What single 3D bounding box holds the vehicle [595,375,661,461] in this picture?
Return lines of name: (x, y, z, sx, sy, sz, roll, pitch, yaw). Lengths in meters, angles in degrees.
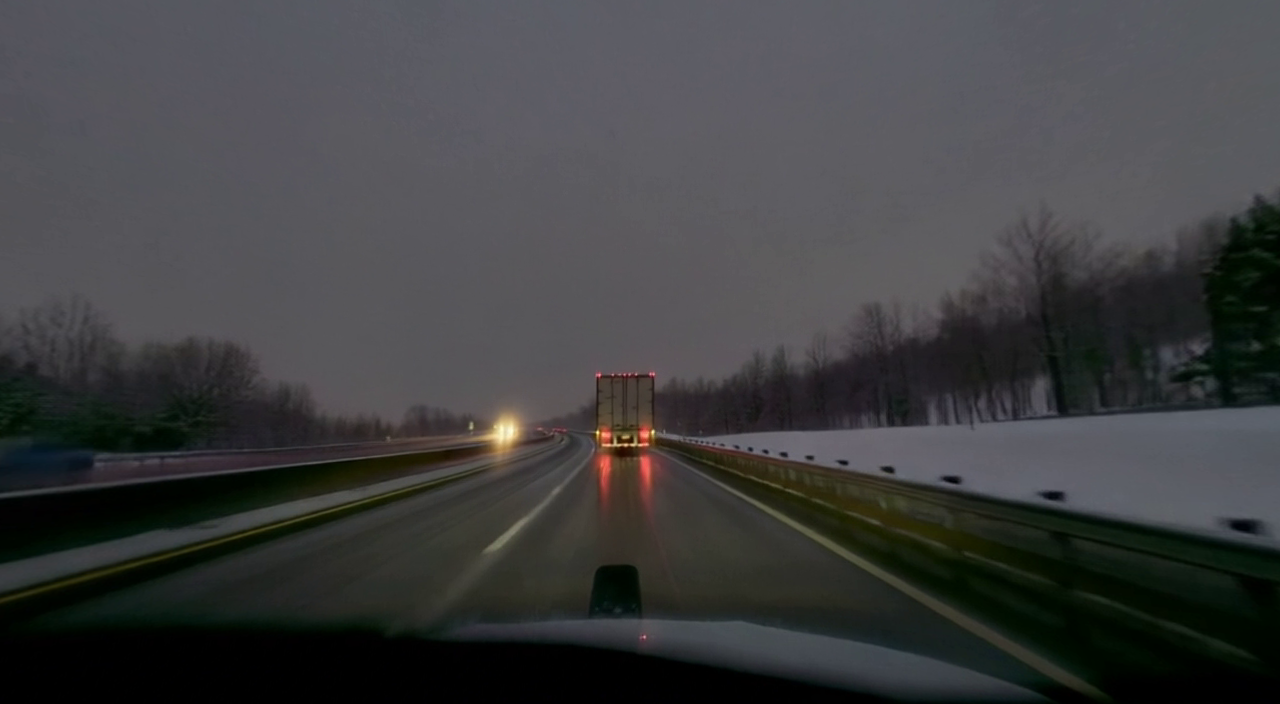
vehicle: (-0.751, 3.760, 34.422, 3.023, 3.965, 10.402, 0, -8, -2)
